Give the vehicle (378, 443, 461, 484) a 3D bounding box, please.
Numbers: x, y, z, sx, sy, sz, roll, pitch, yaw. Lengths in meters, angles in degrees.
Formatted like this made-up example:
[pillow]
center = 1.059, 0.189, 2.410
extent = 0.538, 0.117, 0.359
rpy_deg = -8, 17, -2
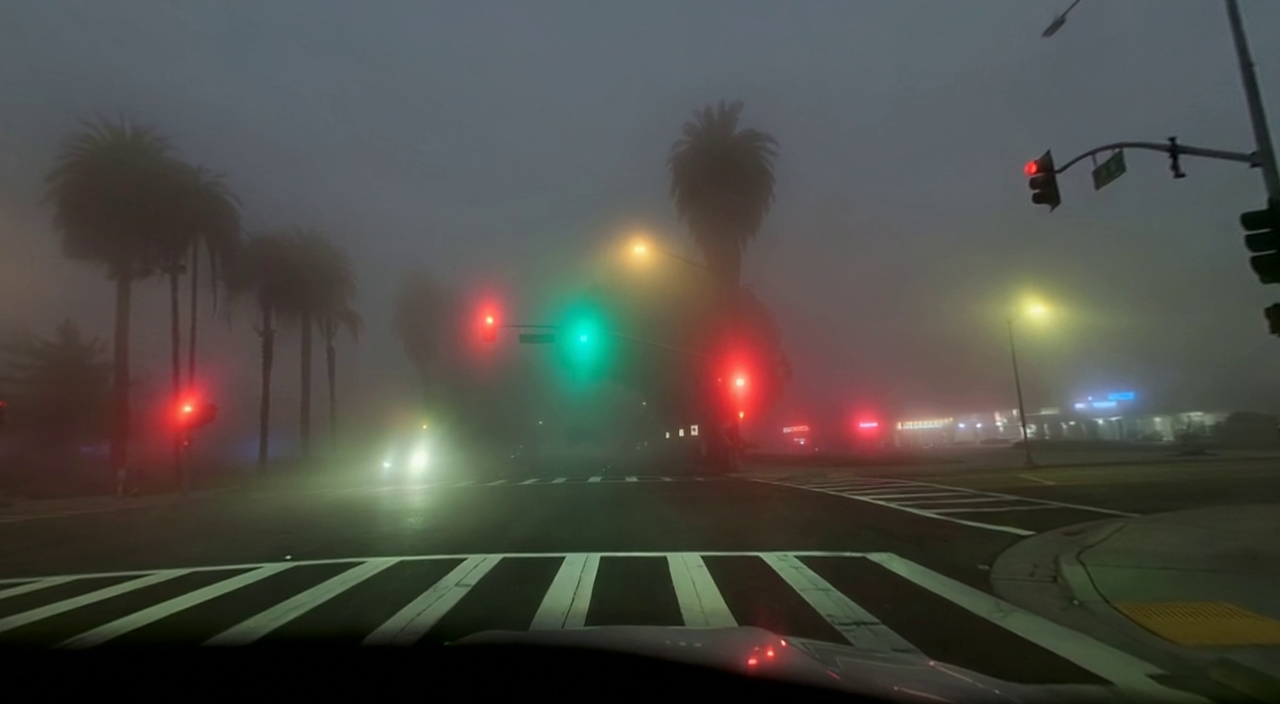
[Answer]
[vehicle]
center = -10.751, 5.457, 31.172
extent = 2.270, 1.833, 4.860
rpy_deg = 0, -9, 1
